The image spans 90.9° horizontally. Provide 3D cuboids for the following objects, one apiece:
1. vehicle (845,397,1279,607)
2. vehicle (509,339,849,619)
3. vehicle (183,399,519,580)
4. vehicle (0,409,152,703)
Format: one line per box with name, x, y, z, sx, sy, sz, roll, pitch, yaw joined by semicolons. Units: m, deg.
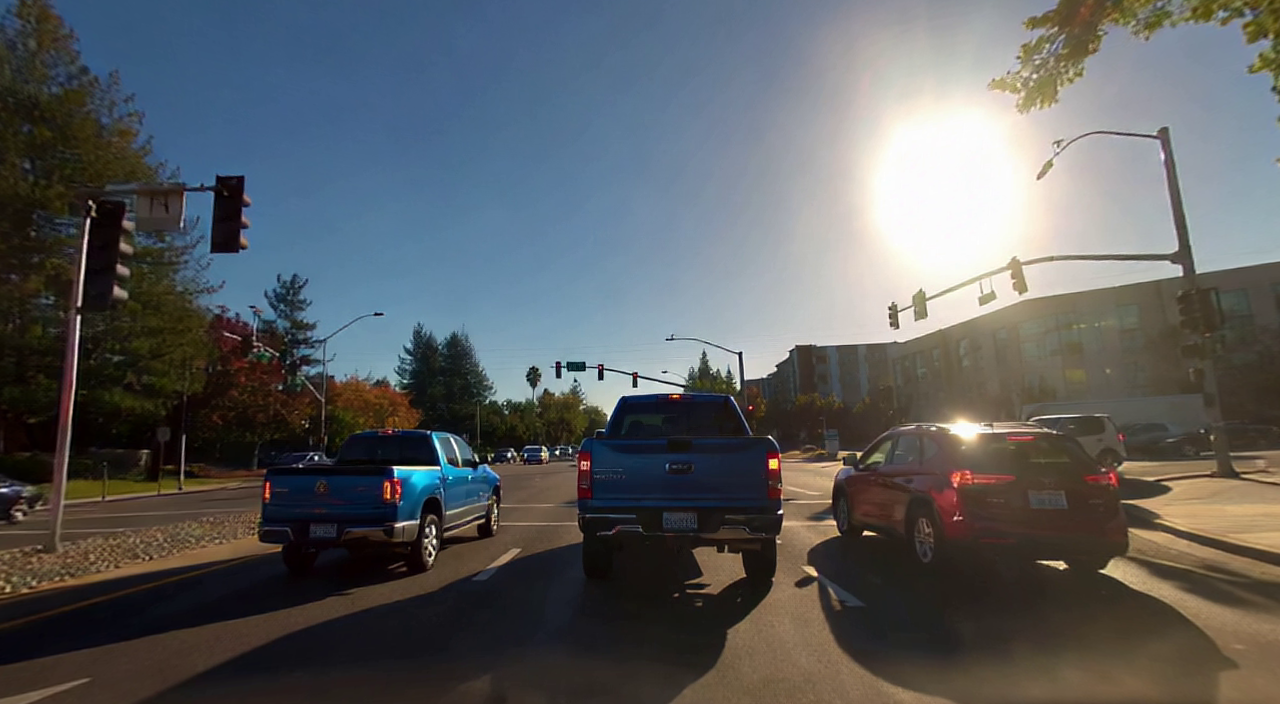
vehicle;4.051;1.500;7.181;1.984;1.659;4.226;0;-8;0
vehicle;0.330;1.277;7.154;2.505;2.084;4.768;0;-8;1
vehicle;-3.290;1.689;8.571;2.125;1.739;4.707;0;-8;3
vehicle;-3.391;0.709;0.656;1.998;1.481;4.656;0;-8;1
